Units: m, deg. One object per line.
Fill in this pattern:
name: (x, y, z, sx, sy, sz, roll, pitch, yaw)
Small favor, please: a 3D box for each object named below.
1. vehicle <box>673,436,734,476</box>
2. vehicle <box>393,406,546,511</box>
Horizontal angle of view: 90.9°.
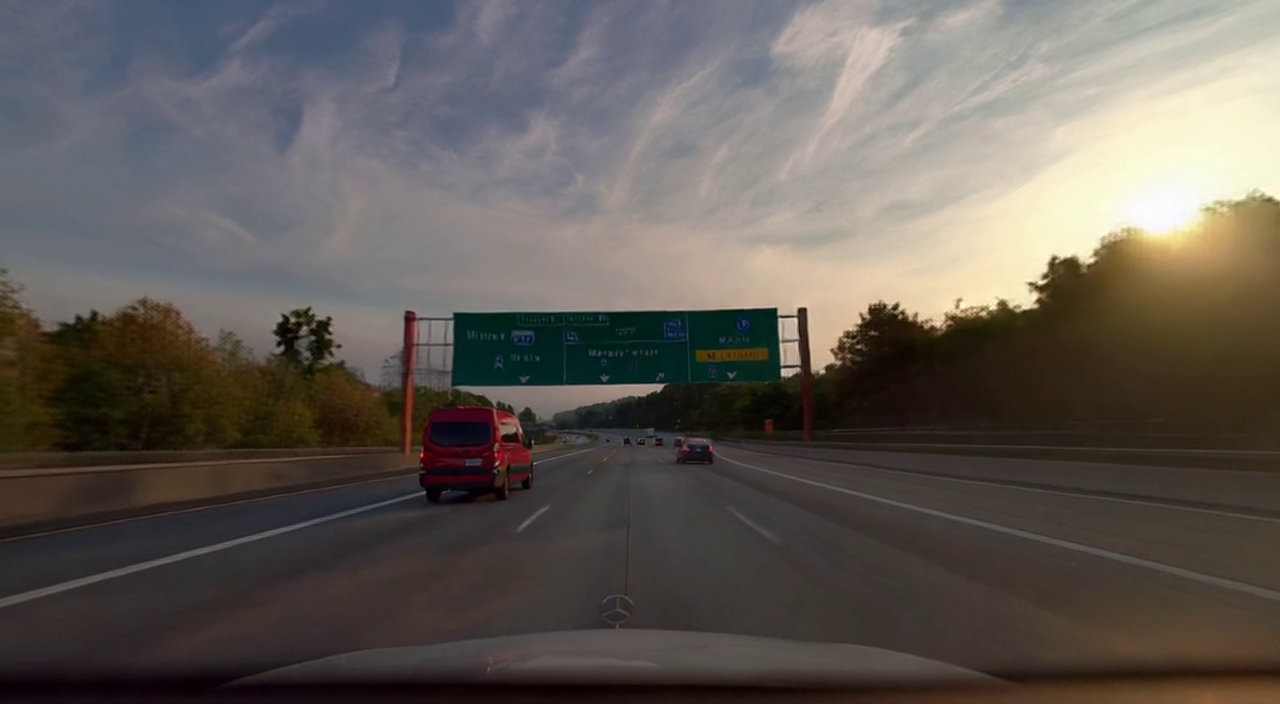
vehicle: (2.448, 4.110, 25.309, 2.020, 1.464, 3.803, 0, -8, 0)
vehicle: (-3.750, 2.440, 15.072, 2.275, 2.053, 5.082, 0, -8, -1)
